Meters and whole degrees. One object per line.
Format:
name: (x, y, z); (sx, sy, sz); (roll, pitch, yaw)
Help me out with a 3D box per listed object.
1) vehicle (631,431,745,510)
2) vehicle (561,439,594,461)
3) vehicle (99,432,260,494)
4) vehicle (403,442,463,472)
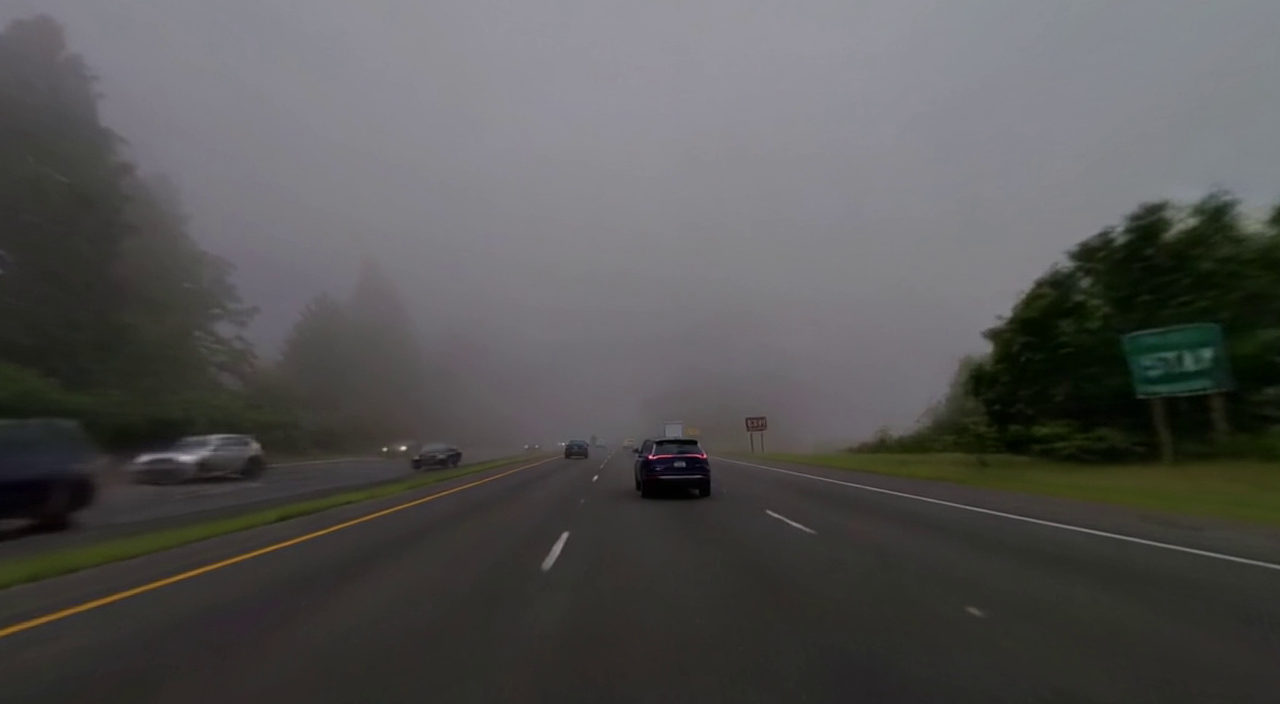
vehicle: (0.892, 2.594, 14.491); (1.961, 1.495, 4.743); (1, -8, -4)
vehicle: (-4.427, 6.977, 45.083); (2.055, 1.466, 4.317); (0, -8, -2)
vehicle: (-15.236, 3.647, 21.289); (1.932, 1.821, 4.867); (0, -8, -3)
vehicle: (-11.187, 5.675, 34.377); (1.891, 1.440, 4.367); (0, -8, -2)
